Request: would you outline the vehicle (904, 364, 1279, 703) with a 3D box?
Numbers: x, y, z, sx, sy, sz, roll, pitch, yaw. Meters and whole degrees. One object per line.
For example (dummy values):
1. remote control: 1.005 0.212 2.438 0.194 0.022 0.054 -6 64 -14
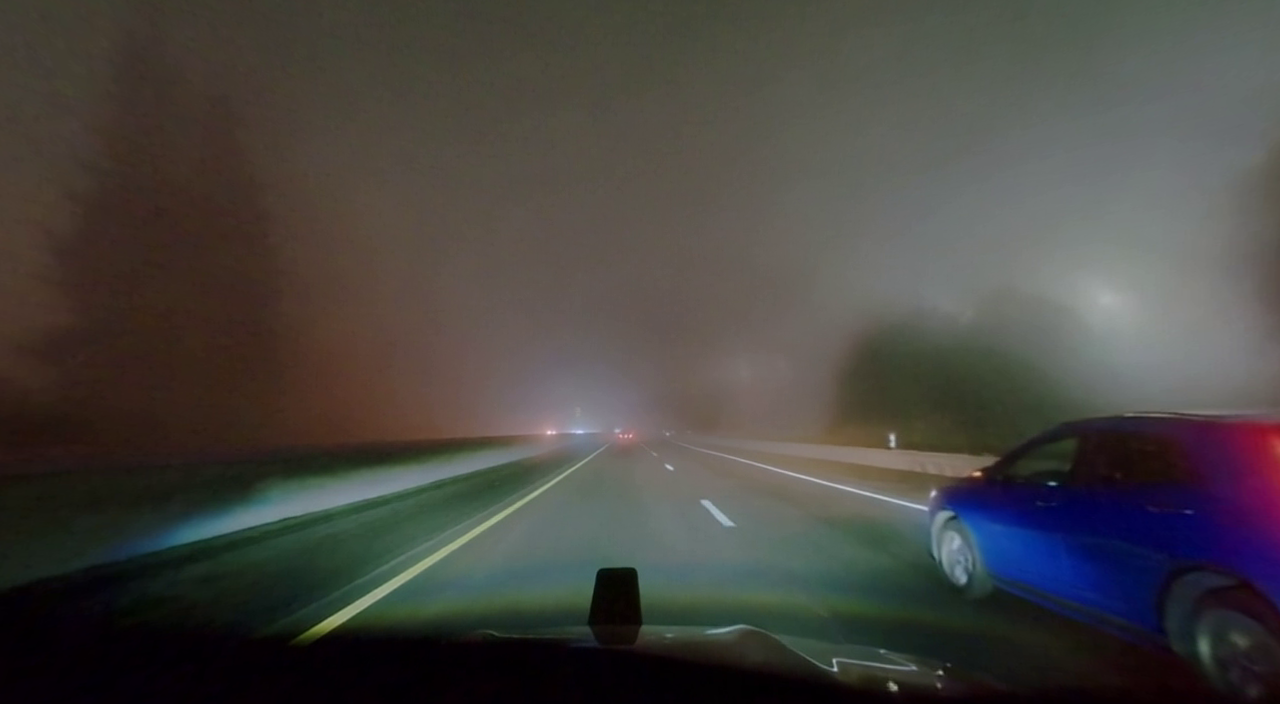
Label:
1. vehicle: 3.442 1.011 3.723 1.973 1.563 3.959 0 -8 -1
